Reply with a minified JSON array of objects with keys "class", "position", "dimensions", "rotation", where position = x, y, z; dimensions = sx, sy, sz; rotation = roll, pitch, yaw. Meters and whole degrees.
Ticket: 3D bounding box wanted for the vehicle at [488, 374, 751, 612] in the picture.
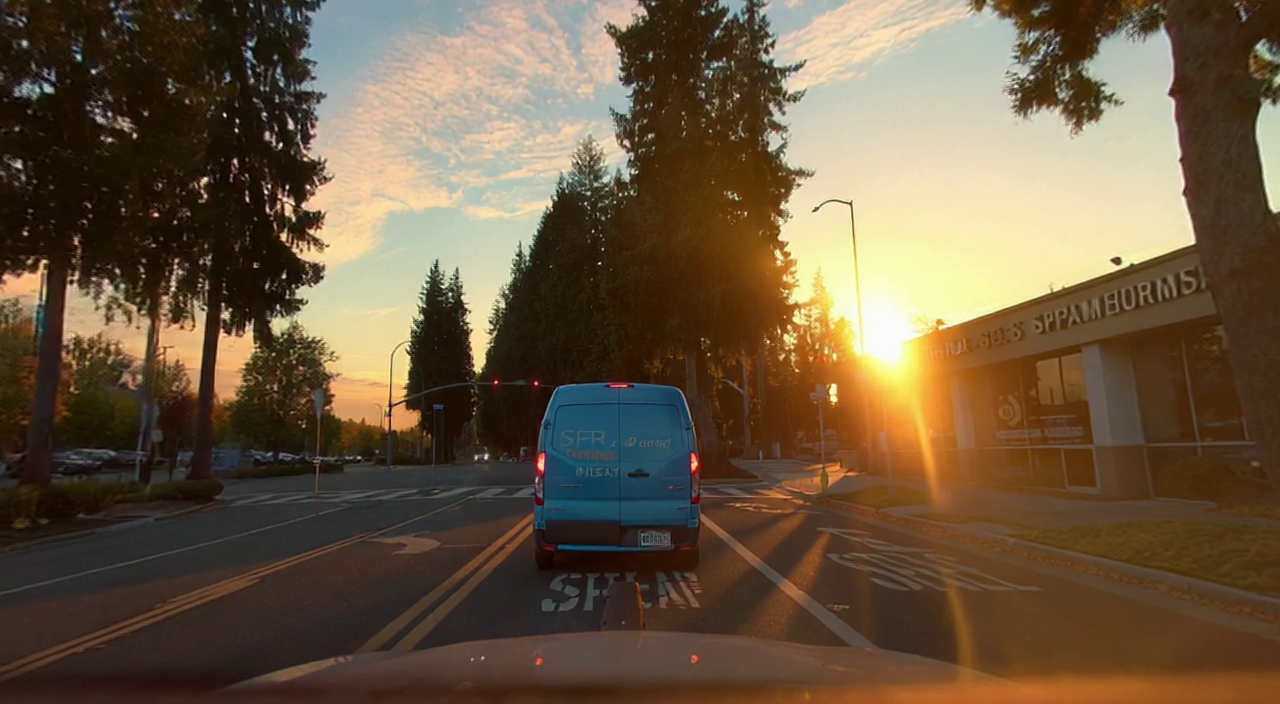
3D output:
[{"class":"vehicle","position":[-0.296,1.469,7.298],"dimensions":[2.181,1.949,3.932],"rotation":[1,-9,-4]}]
